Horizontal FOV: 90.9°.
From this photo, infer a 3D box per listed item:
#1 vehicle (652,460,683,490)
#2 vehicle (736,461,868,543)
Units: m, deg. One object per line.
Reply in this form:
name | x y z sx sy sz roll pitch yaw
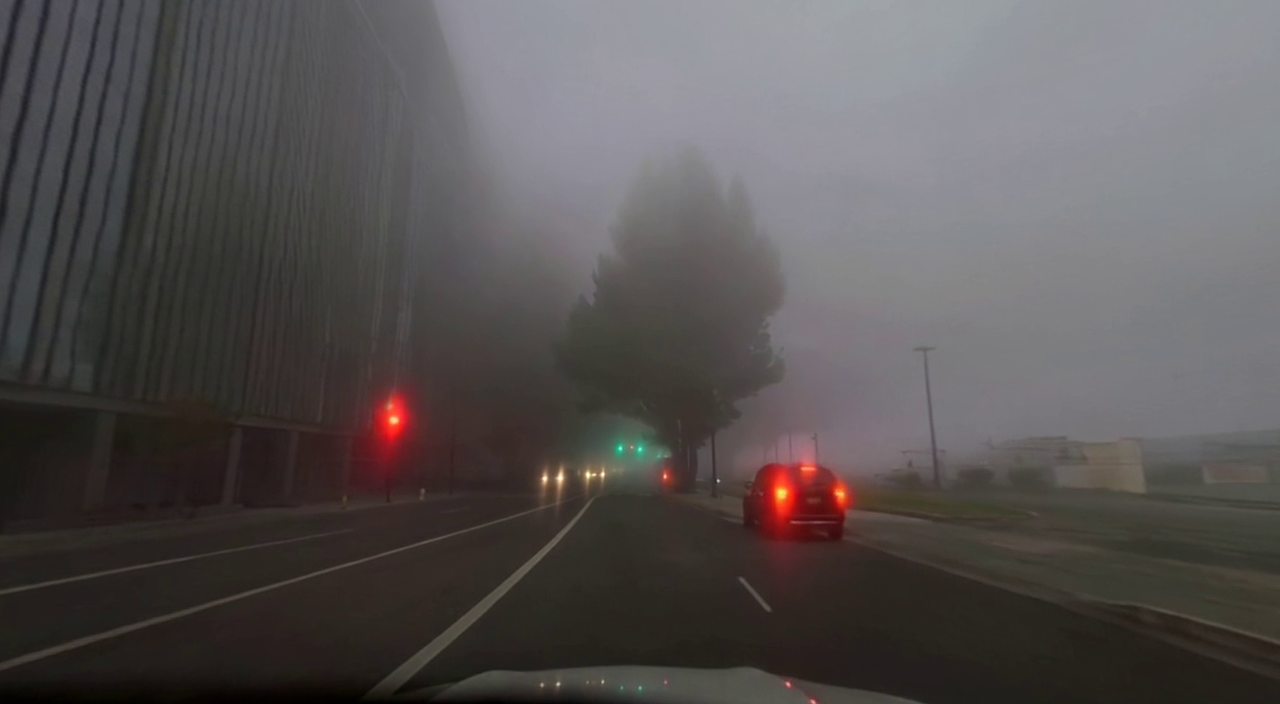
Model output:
vehicle | 1.961 9.002 46.206 2.064 2.010 4.791 0 -11 1
vehicle | 3.281 3.131 13.564 1.899 1.470 3.666 0 -11 1
